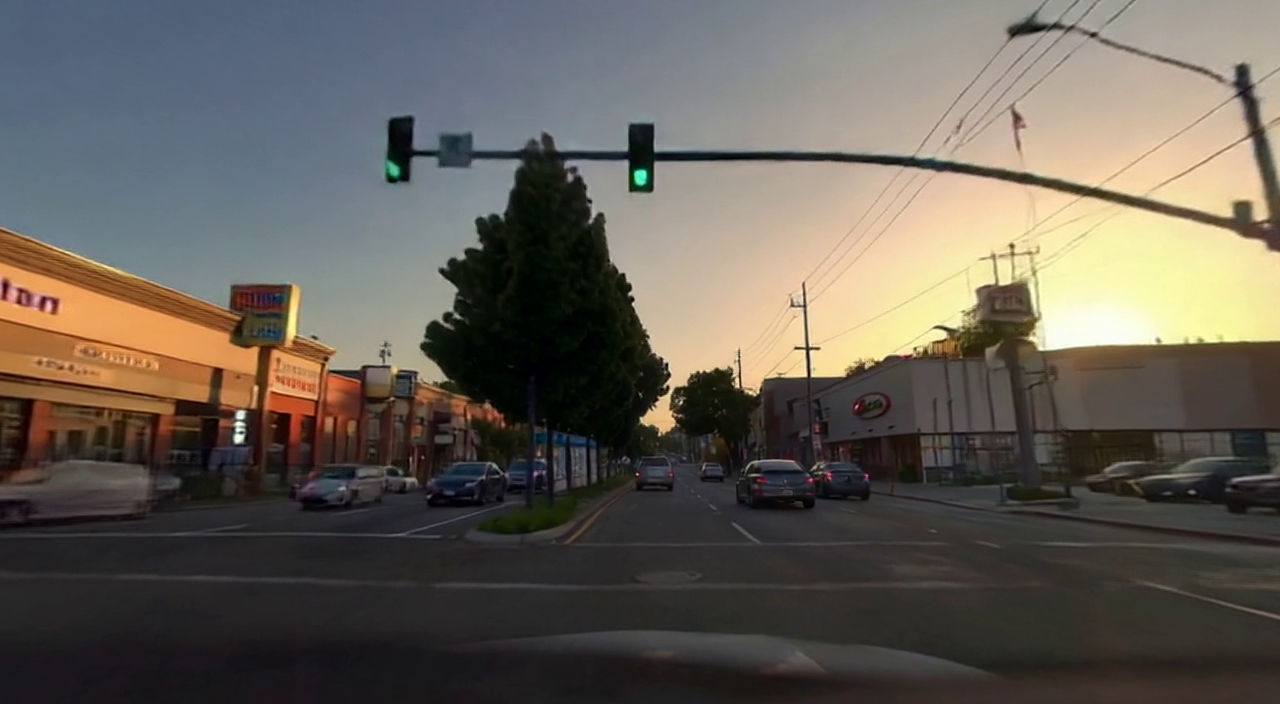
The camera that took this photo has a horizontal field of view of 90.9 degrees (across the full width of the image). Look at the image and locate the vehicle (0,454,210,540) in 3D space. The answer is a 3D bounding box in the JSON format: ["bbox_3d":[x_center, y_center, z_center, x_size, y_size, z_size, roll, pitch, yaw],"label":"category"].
[{"bbox_3d":[-11.841,3.000,13.732,1.839,1.491,4.360,0,-8,1],"label":"vehicle"}]

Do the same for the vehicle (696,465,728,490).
[{"bbox_3d":[5.553,9.730,49.214,2.036,1.719,4.318,0,-8,1],"label":"vehicle"}]

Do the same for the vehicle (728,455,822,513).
[{"bbox_3d":[3.966,3.935,19.332,1.963,1.484,4.609,0,-8,1],"label":"vehicle"}]

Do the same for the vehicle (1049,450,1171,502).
[{"bbox_3d":[16.687,4.290,22.323,4.595,1.523,2.293,6,-10,-39],"label":"vehicle"}]

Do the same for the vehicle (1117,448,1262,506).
[{"bbox_3d":[16.031,3.528,18.311,4.964,1.453,2.184,7,-11,-38],"label":"vehicle"}]

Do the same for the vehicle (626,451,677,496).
[{"bbox_3d":[0.581,5.612,29.498,2.210,1.861,4.280,0,-8,2],"label":"vehicle"}]

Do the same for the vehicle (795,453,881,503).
[{"bbox_3d":[7.767,4.940,25.241,2.040,1.738,4.414,0,-8,1],"label":"vehicle"}]

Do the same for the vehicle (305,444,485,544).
[{"bbox_3d":[-4.931,2.860,13.519,2.041,1.494,4.647,-2,-6,0],"label":"vehicle"}]

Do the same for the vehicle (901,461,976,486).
[{"bbox_3d":[23.140,9.415,48.963,4.718,1.628,2.008,-4,-9,6],"label":"vehicle"}]

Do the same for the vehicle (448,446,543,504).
[{"bbox_3d":[-4.862,4.176,21.884,2.180,1.646,4.467,-3,-8,0],"label":"vehicle"}]
